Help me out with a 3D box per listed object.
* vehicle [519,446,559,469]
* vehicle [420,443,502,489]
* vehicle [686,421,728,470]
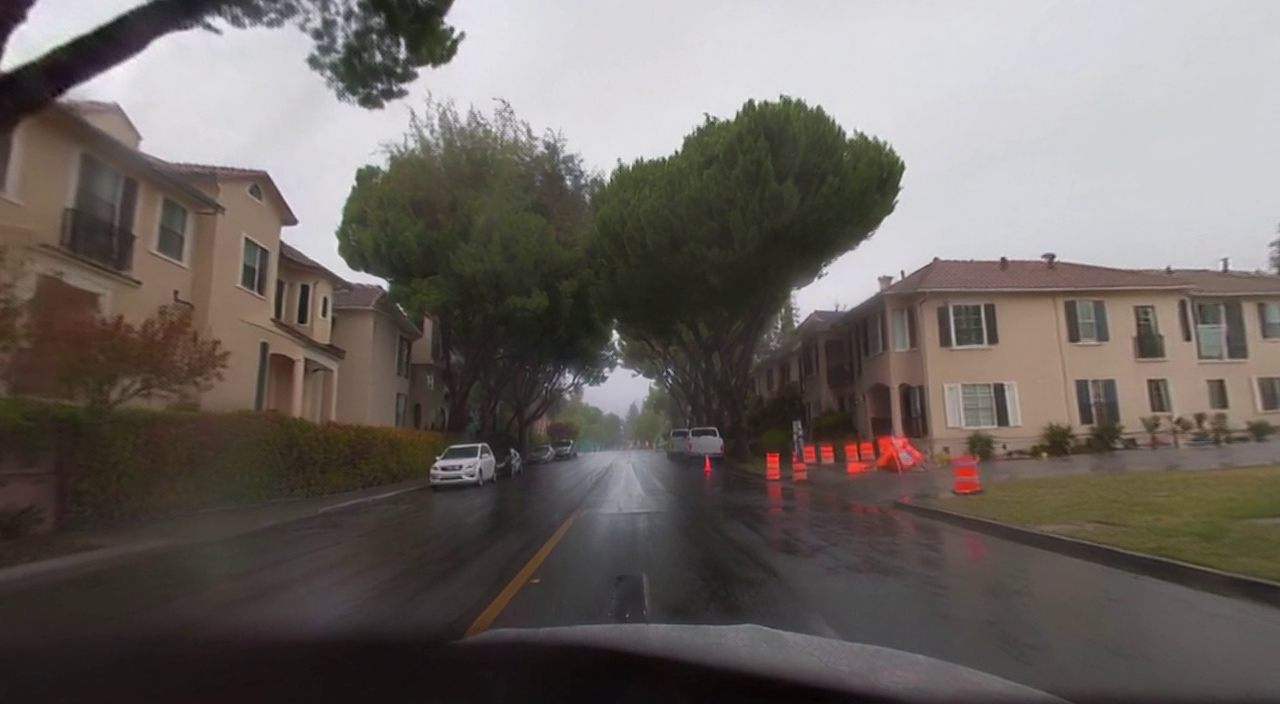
[{"bbox_3d":[-6.977,7.300,43.971,1.974,1.479,4.607,0,-8,0],"label":"vehicle"},{"bbox_3d":[-6.855,4.395,24.644,1.957,1.608,4.476,0,-8,-1],"label":"vehicle"},{"bbox_3d":[3.696,5.230,35.384,2.082,2.534,3.248,-2,-8,3],"label":"vehicle"}]
